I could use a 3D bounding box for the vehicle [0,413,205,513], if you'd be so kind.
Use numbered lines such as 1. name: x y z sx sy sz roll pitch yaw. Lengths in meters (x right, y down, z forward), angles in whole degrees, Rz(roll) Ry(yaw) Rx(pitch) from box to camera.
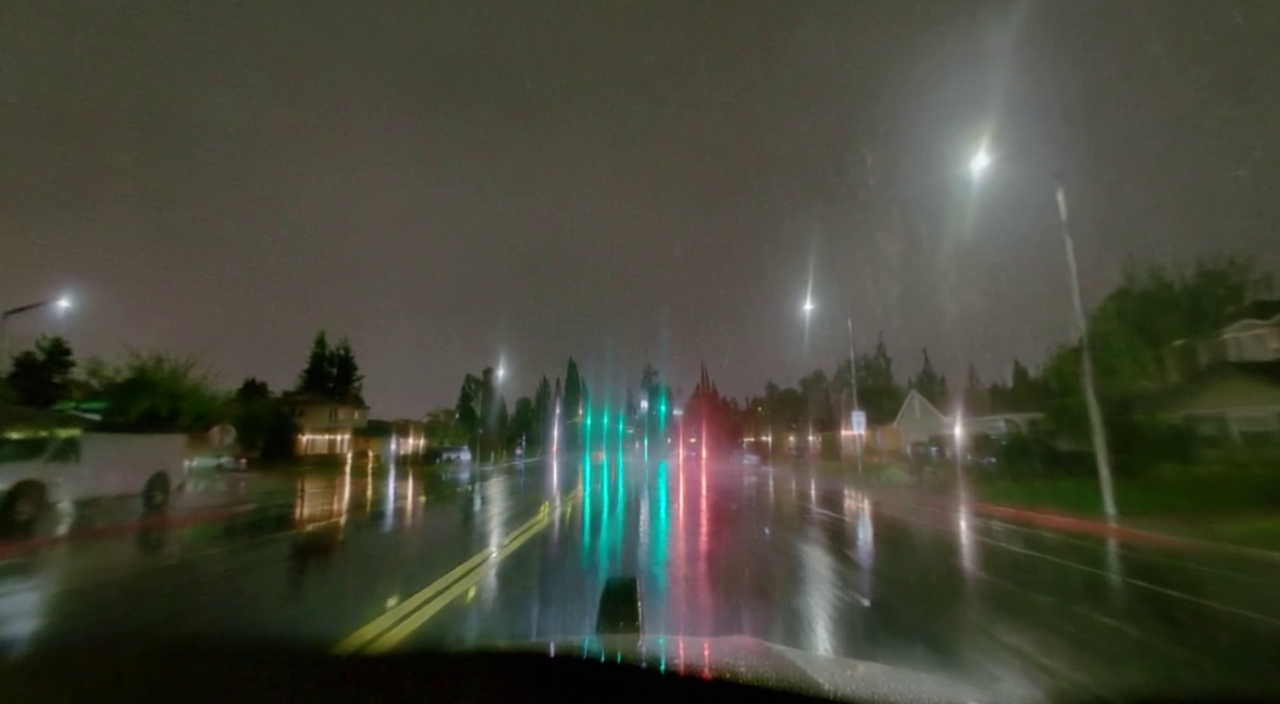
1. vehicle: -15.566 2.927 17.298 2.653 2.232 6.273 0 -8 2

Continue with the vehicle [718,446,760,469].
1. vehicle: 7.116 7.620 45.757 1.951 1.528 4.366 1 -8 -6

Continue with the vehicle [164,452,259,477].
1. vehicle: -27.244 7.127 40.255 4.600 1.468 1.869 0 -8 -3

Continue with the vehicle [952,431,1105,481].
1. vehicle: 15.576 4.151 25.525 4.739 1.667 1.998 -3 -7 0
